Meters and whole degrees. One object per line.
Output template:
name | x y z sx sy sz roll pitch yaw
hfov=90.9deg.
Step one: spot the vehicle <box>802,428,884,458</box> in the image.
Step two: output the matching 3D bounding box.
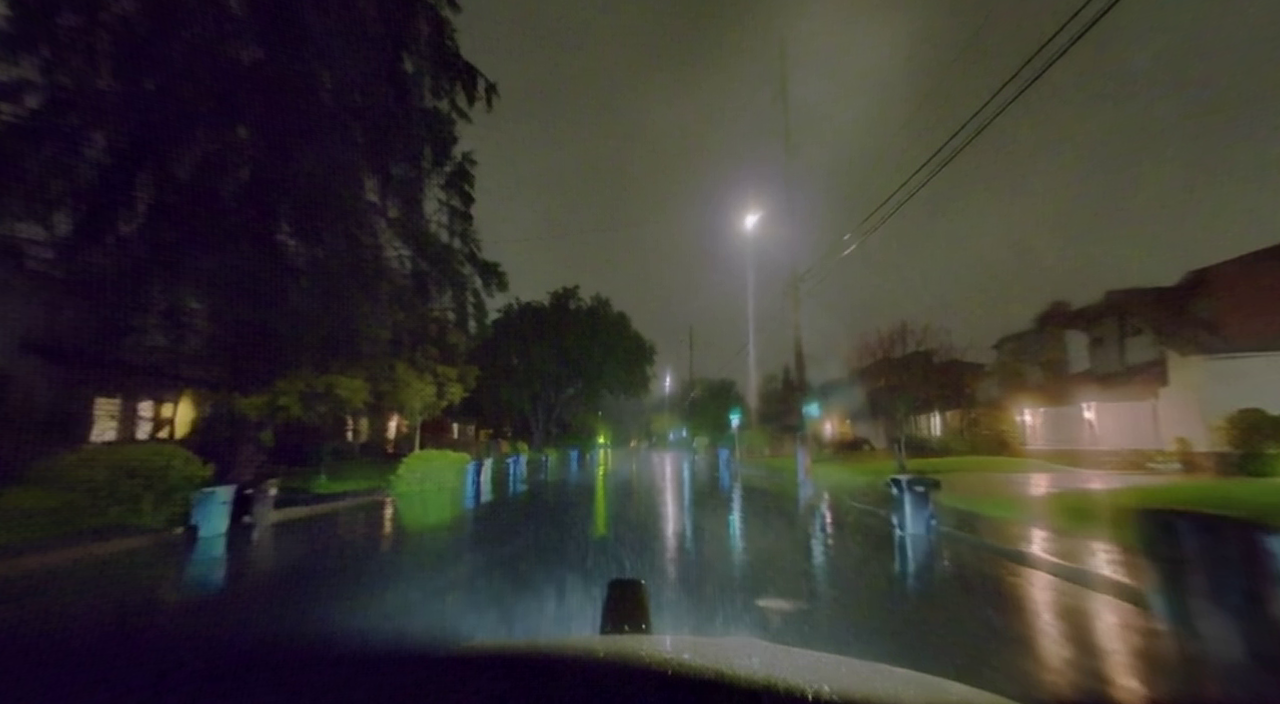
vehicle | 13.076 5.906 40.739 4.581 1.853 2.024 1 -8 -7
